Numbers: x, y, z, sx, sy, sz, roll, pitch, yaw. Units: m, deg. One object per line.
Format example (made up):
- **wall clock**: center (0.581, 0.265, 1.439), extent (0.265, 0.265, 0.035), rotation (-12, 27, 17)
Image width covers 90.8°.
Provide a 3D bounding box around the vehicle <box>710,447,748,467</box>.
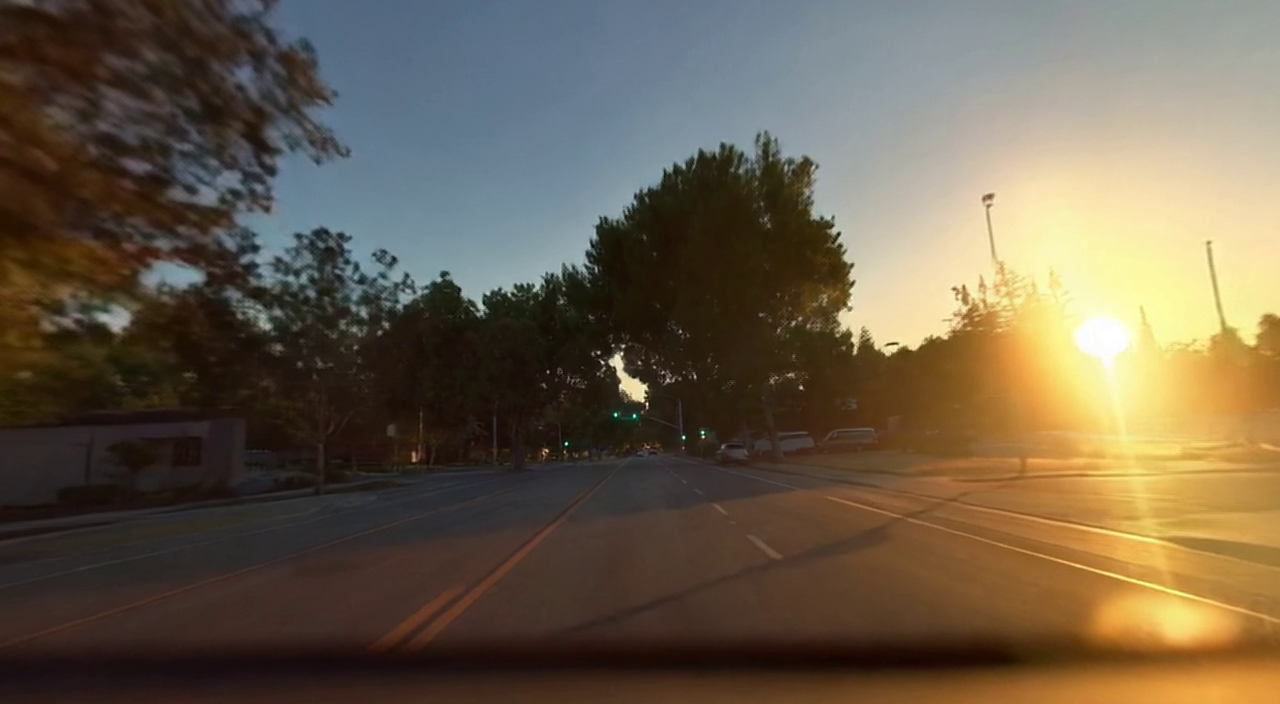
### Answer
- **vehicle**: center (6.614, 7.847, 47.459), extent (1.993, 1.461, 4.269), rotation (1, -8, -3)
